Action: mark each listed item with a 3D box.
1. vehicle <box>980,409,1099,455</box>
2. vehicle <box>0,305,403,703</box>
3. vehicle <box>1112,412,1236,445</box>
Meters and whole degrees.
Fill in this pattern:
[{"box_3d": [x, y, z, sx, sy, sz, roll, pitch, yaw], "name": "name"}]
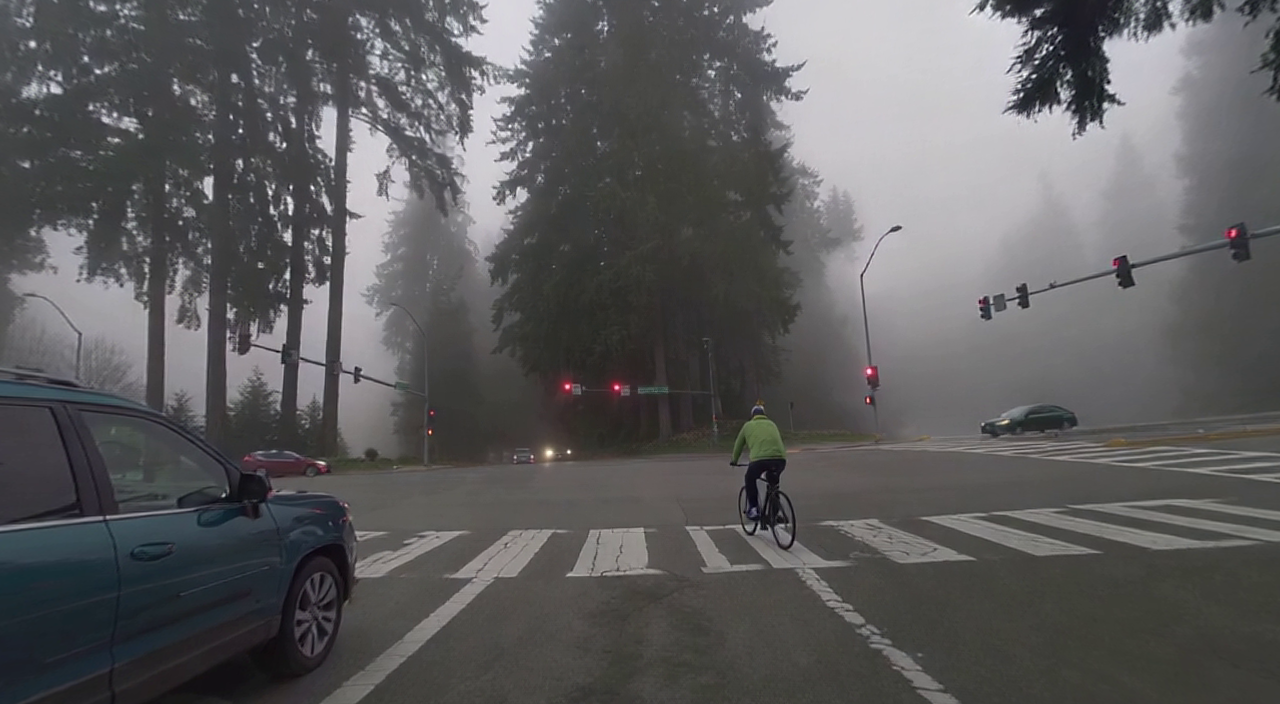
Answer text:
[{"box_3d": [18.578, 3.748, 29.378, 4.237, 1.948, 1.997, 0, -9, -9], "name": "vehicle"}, {"box_3d": [-2.960, 0.868, 2.756, 2.049, 1.756, 4.602, 0, -8, 0], "name": "vehicle"}, {"box_3d": [25.769, 3.725, 30.489, 4.716, 1.507, 1.904, 2, -9, -11], "name": "vehicle"}]
